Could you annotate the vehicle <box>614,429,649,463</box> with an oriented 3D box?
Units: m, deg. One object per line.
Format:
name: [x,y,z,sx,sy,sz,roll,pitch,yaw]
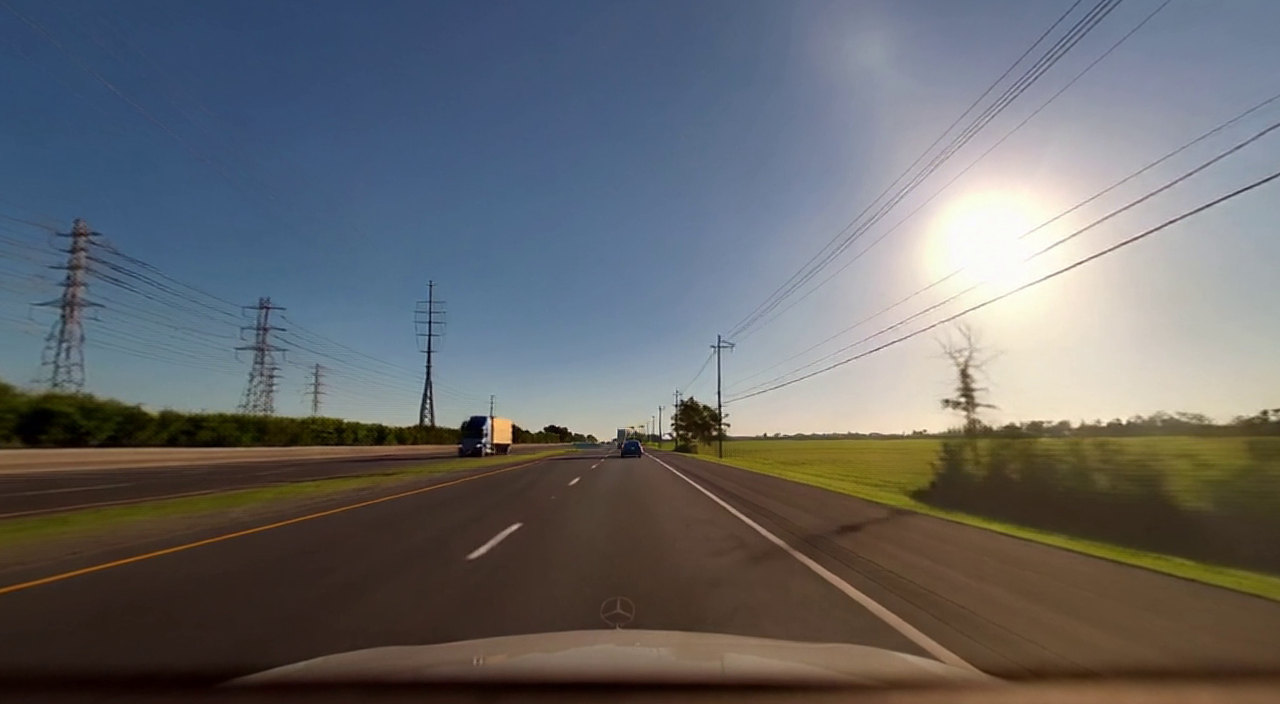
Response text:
vehicle: [-0.605,6.320,42.469,2.240,2.129,4.480,0,-8,-2]
